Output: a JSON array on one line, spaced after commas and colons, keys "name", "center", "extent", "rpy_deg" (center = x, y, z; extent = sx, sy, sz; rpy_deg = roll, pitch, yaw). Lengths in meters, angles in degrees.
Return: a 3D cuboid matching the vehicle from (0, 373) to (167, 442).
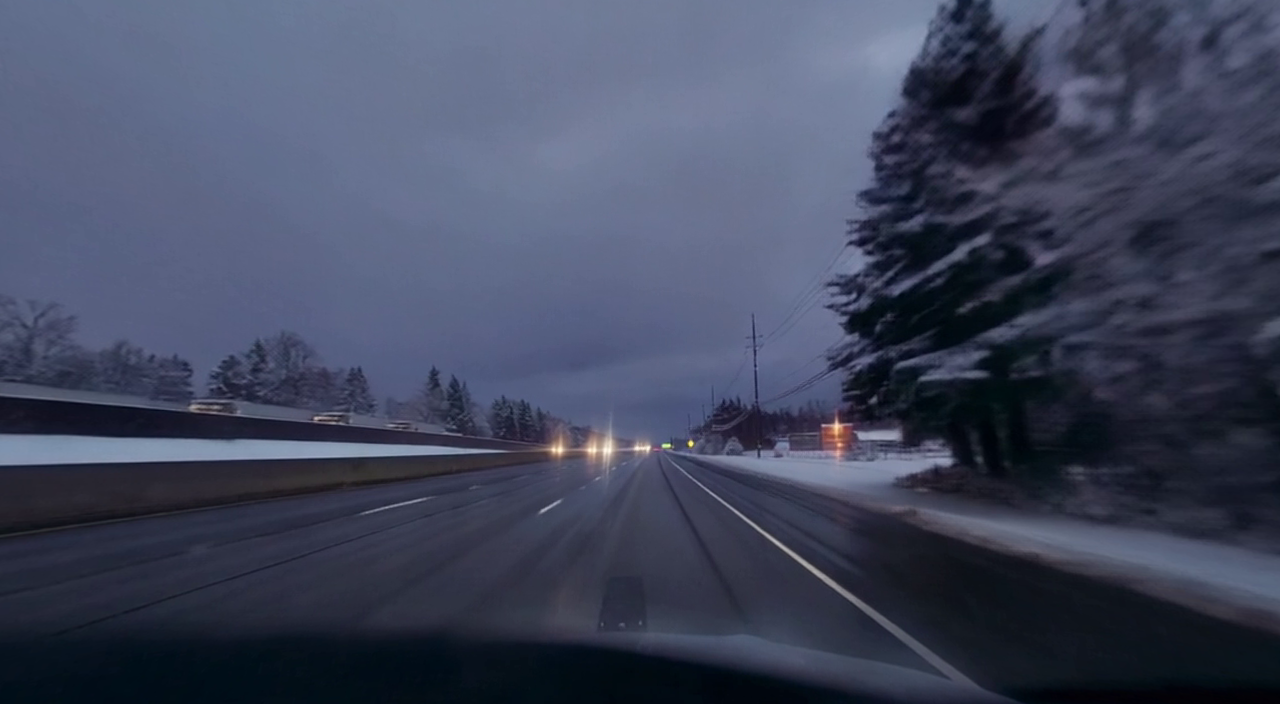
[{"name": "vehicle", "center": [-42.731, 4.226, 45.620], "extent": [3.206, 3.635, 18.419], "rpy_deg": [-3, -10, -2]}]
